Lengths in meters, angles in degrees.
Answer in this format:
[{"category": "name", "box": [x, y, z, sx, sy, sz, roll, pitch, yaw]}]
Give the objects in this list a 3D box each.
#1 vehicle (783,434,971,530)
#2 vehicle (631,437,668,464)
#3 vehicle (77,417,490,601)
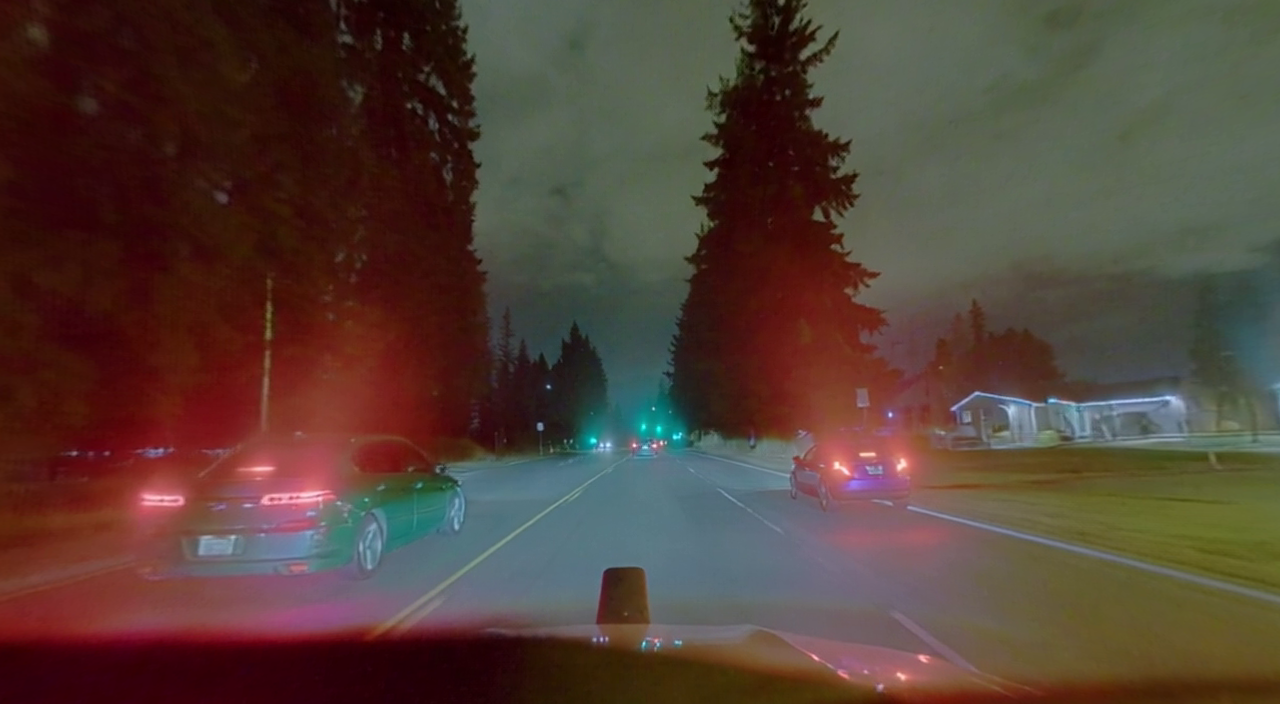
[{"category": "vehicle", "box": [4.284, 2.356, 12.296, 1.943, 1.471, 4.515, 0, -7, 0]}, {"category": "vehicle", "box": [0.629, 6.256, 40.464, 2.206, 1.525, 4.695, -1, -7, 2]}, {"category": "vehicle", "box": [-3.643, 1.650, 7.874, 2.162, 1.546, 4.889, -1, -7, 2]}]
